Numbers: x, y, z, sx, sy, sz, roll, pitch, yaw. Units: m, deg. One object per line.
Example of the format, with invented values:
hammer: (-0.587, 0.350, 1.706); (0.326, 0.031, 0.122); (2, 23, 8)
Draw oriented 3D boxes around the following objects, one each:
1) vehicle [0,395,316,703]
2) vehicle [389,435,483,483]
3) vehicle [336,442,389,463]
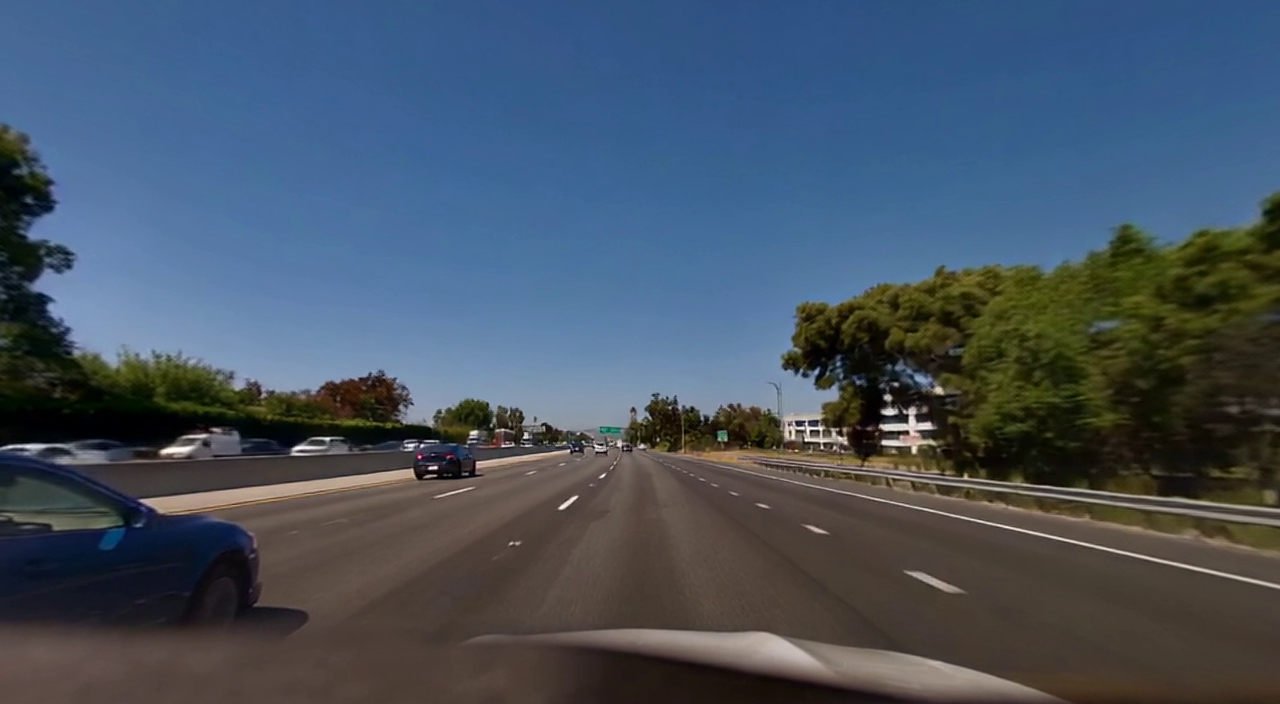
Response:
vehicle: (-3.689, 0.957, 2.478); (2.144, 1.565, 4.951); (0, -8, 1)
vehicle: (-7.777, 4.122, 24.529); (2.118, 1.675, 4.395); (0, -8, 1)
vehicle: (-20.562, 7.434, 46.962); (1.862, 1.440, 4.520); (0, -8, 0)
